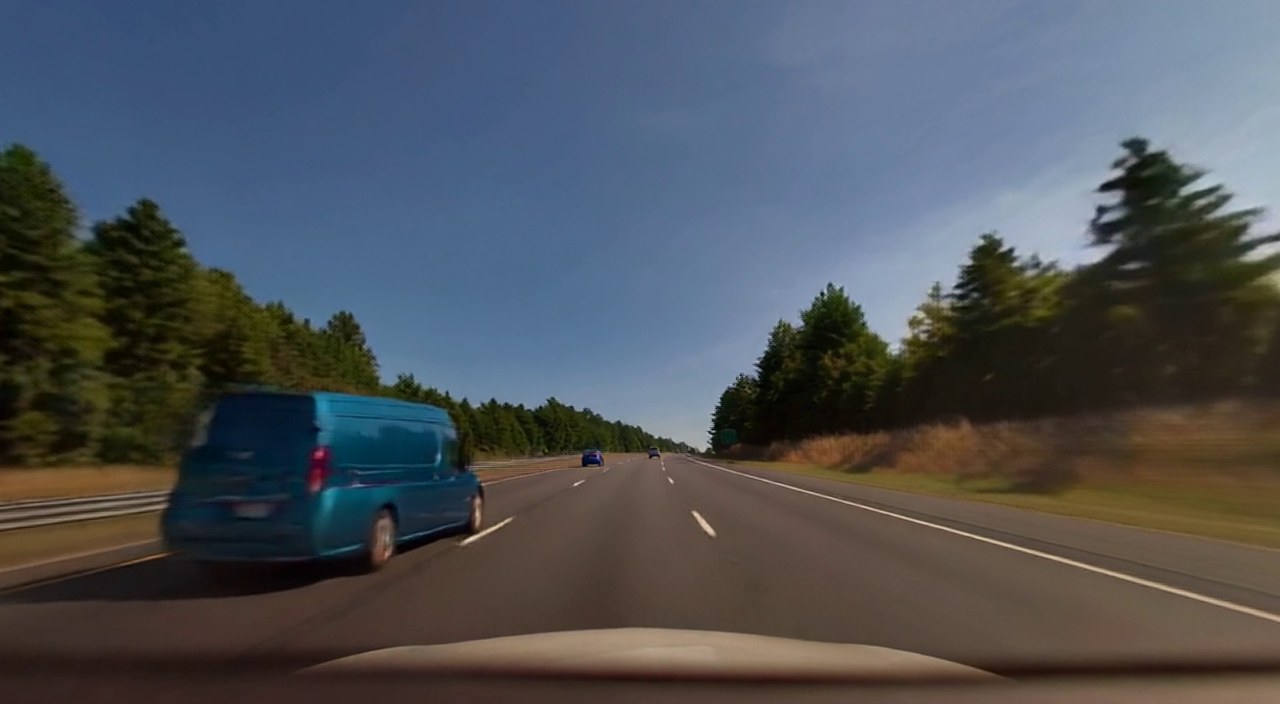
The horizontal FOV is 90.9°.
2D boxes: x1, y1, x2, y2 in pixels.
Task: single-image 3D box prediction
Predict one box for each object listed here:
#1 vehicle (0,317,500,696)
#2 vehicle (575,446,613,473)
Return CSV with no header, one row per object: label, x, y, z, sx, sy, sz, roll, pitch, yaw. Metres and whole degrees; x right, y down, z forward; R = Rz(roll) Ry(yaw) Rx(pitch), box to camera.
vehicle,-3.077,1.197,5.932,2.219,2.033,4.911,-1,-9,2
vehicle,-2.812,6.694,39.359,1.959,1.571,4.313,-1,-9,1
